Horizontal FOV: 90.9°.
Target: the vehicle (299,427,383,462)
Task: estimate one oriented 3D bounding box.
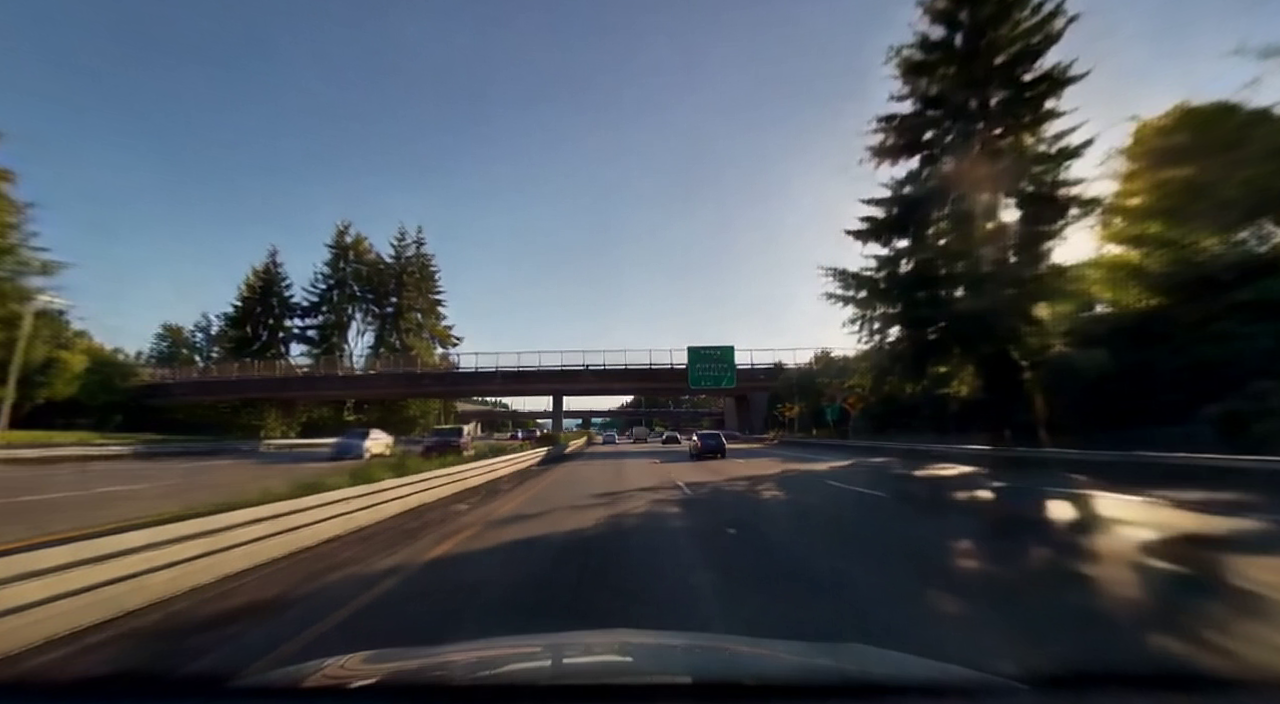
[{"bbox_3d":[-13.454,4.175,28.636,1.929,1.465,3.997,0,-7,-2],"label":"vehicle"}]

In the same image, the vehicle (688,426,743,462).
[{"bbox_3d":[3.487,4.314,29.763,1.938,1.578,3.764,0,-8,-3],"label":"vehicle"}]

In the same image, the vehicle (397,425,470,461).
[{"bbox_3d":[-9.415,4.155,29.072,2.070,1.520,4.122,0,-7,-2],"label":"vehicle"}]
